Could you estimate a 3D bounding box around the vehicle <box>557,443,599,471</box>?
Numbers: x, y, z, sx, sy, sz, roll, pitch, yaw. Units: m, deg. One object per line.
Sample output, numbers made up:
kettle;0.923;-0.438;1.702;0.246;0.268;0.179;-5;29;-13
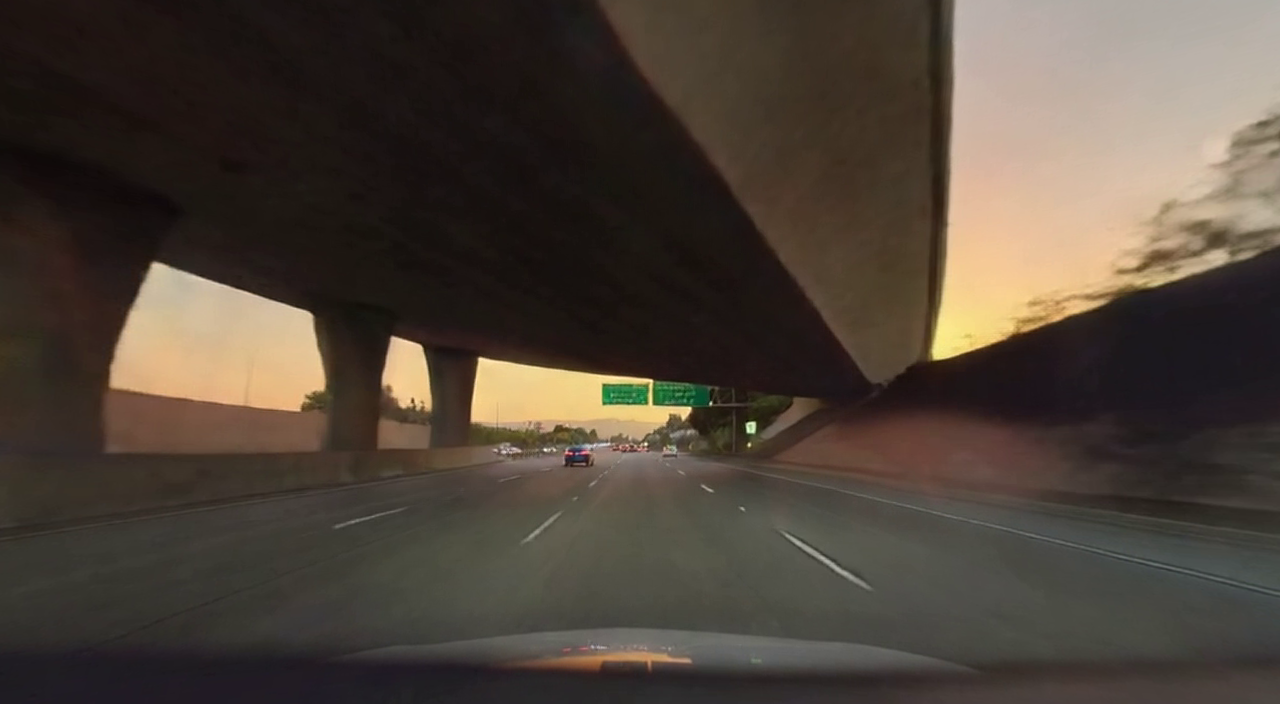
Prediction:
vehicle;-3.583;6.141;37.199;2.037;1.514;4.335;0;-8;1
